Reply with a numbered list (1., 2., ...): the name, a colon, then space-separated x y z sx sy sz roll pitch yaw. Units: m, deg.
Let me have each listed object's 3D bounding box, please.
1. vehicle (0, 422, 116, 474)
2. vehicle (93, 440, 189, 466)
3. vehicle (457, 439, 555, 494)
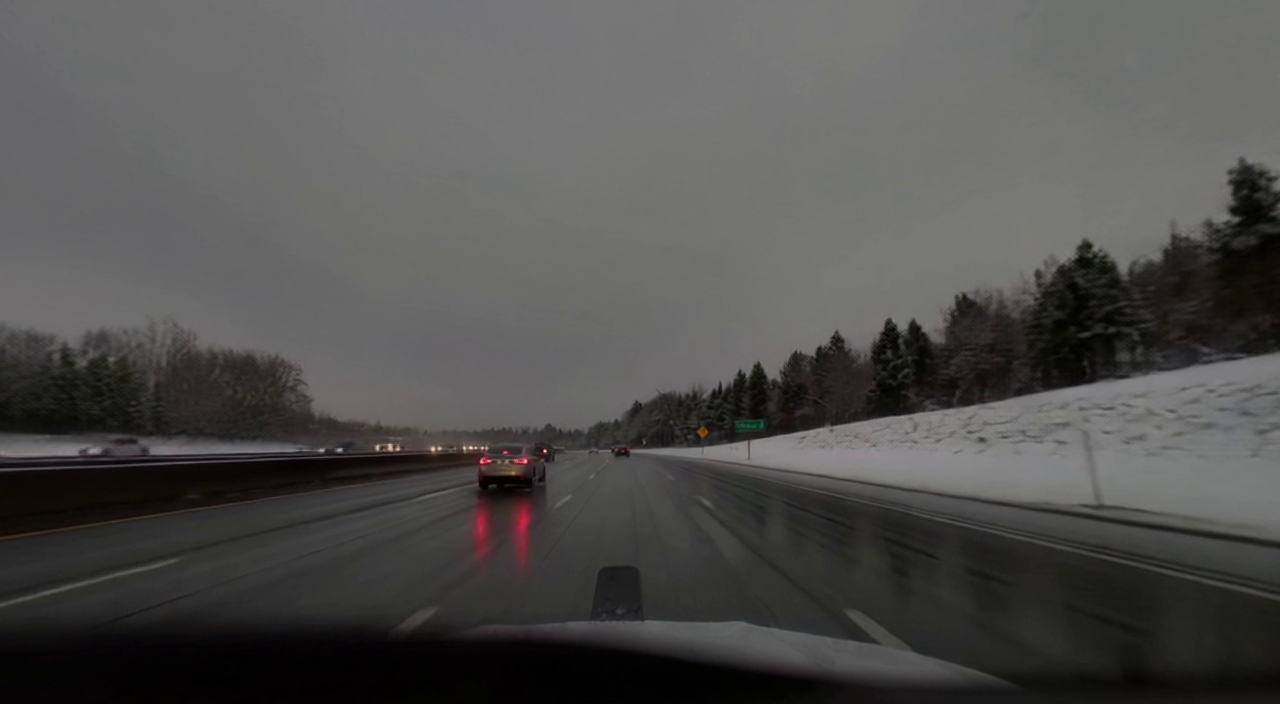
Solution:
1. vehicle: -25.087 3.943 25.894 2.364 1.914 5.744 0 -9 -1
2. vehicle: -29.216 5.923 37.187 1.947 1.450 4.617 0 -9 -1
3. vehicle: -4.066 3.555 19.960 2.073 1.516 4.478 0 -9 0
